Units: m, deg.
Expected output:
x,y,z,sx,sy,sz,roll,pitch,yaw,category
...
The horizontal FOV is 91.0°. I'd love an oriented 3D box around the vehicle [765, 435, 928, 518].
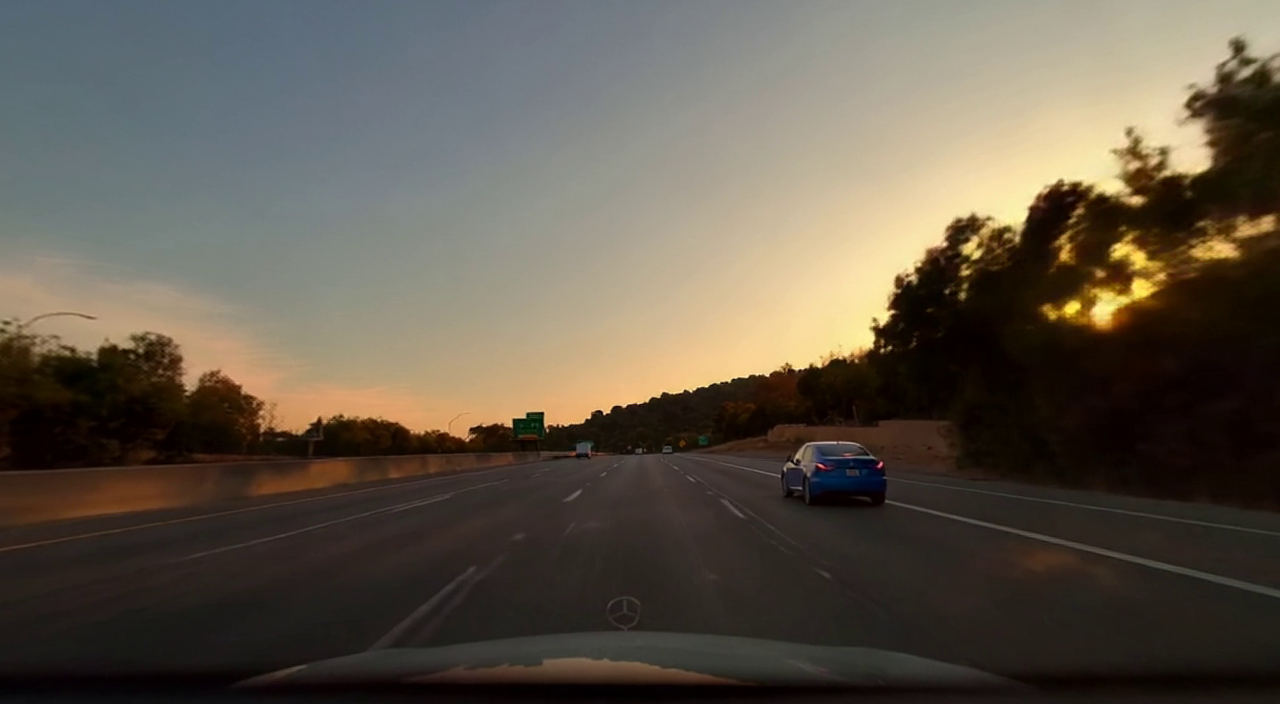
x,y,z,sx,sy,sz,roll,pitch,yaw,category
4.218,2.619,13.761,2.033,1.501,4.398,0,-9,-1,vehicle
